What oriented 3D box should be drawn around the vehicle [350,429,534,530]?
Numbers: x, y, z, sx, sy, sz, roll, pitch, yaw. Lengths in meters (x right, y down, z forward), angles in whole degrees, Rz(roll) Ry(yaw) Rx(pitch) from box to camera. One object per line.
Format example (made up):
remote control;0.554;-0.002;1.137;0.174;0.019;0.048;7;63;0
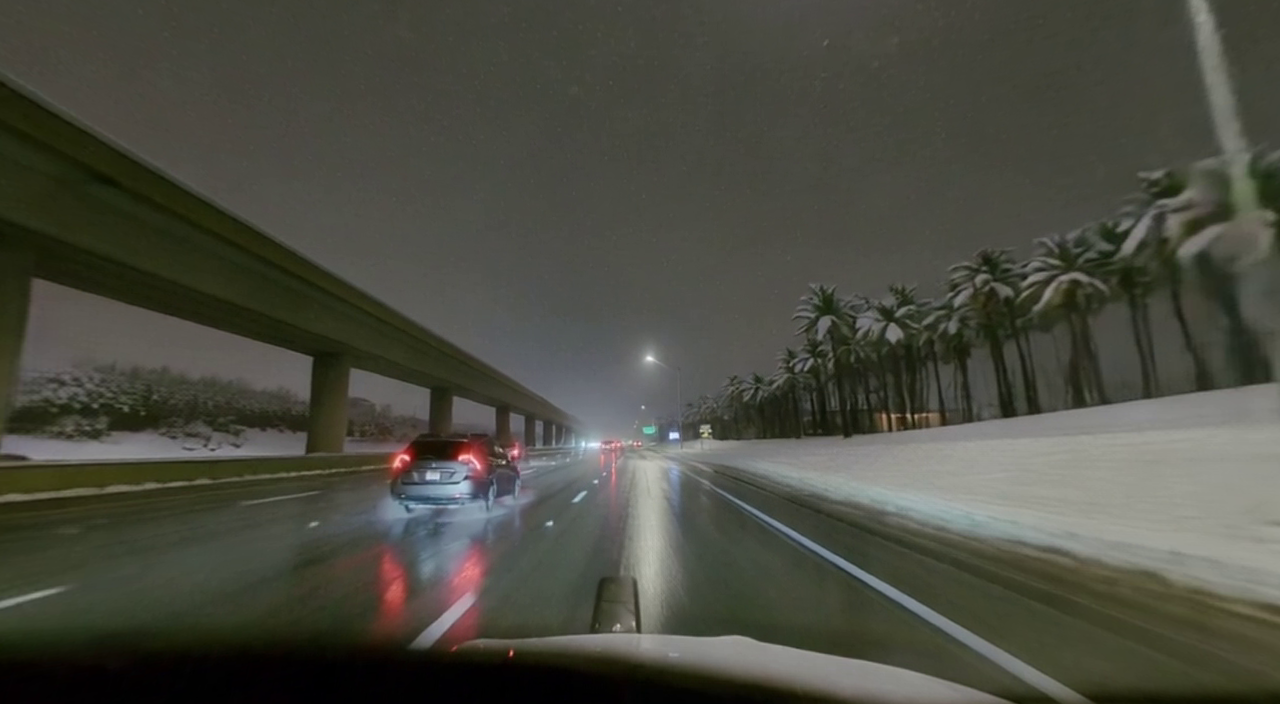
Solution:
vehicle;-3.371;2.269;11.884;1.978;1.499;4.695;0;-8;0
